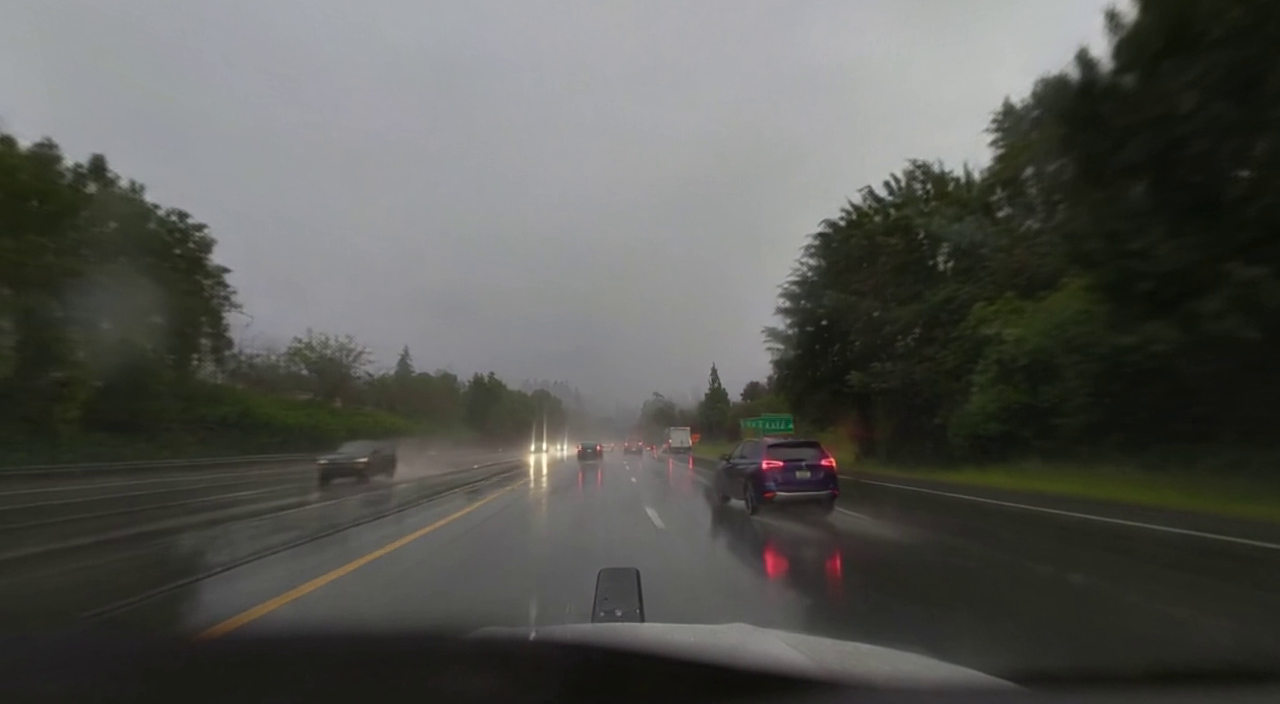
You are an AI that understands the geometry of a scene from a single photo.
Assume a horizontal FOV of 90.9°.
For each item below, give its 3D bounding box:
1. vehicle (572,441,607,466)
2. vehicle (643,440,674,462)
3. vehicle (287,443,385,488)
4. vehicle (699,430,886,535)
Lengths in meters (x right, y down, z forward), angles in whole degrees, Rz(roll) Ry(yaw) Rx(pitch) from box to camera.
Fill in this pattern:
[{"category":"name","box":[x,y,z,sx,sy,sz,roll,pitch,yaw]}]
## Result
[{"category":"vehicle","box":[-3.142,6.385,39.878,2.055,1.466,4.317,0,-8,-3]},{"category":"vehicle","box":[1.330,7.337,46.813,1.995,1.556,3.893,0,-8,-4]},{"category":"vehicle","box":[-11.361,4.218,23.890,1.918,1.515,3.988,0,-8,-3]},{"category":"vehicle","box":[2.450,2.223,11.596,1.961,1.495,4.743,1,-8,-4]}]
